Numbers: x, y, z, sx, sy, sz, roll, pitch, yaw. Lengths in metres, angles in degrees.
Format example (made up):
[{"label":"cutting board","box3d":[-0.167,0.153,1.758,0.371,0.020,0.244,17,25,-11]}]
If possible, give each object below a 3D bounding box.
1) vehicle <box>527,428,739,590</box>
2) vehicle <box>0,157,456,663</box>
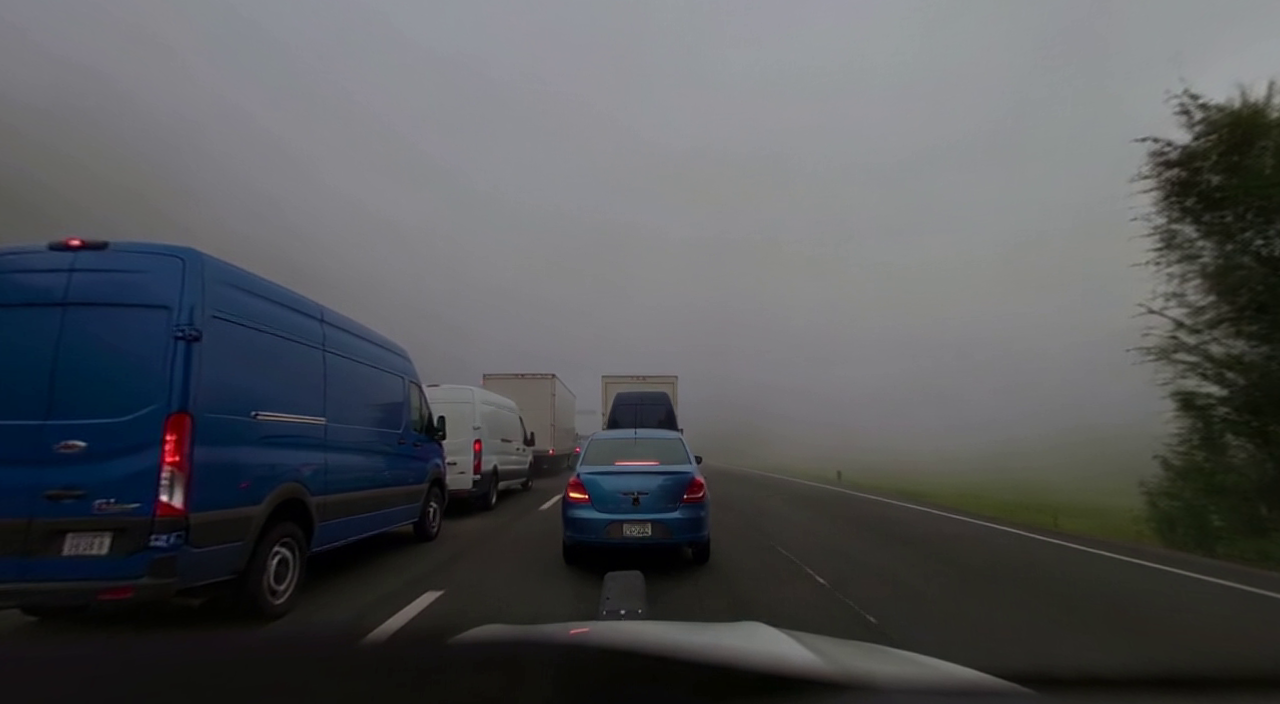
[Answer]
[{"label":"vehicle","box3d":[-0.094,1.748,7.715,1.995,1.495,3.380,0,-9,-1]},{"label":"vehicle","box3d":[-4.045,0.758,6.871,2.254,2.879,6.656,0,-9,-2]}]
